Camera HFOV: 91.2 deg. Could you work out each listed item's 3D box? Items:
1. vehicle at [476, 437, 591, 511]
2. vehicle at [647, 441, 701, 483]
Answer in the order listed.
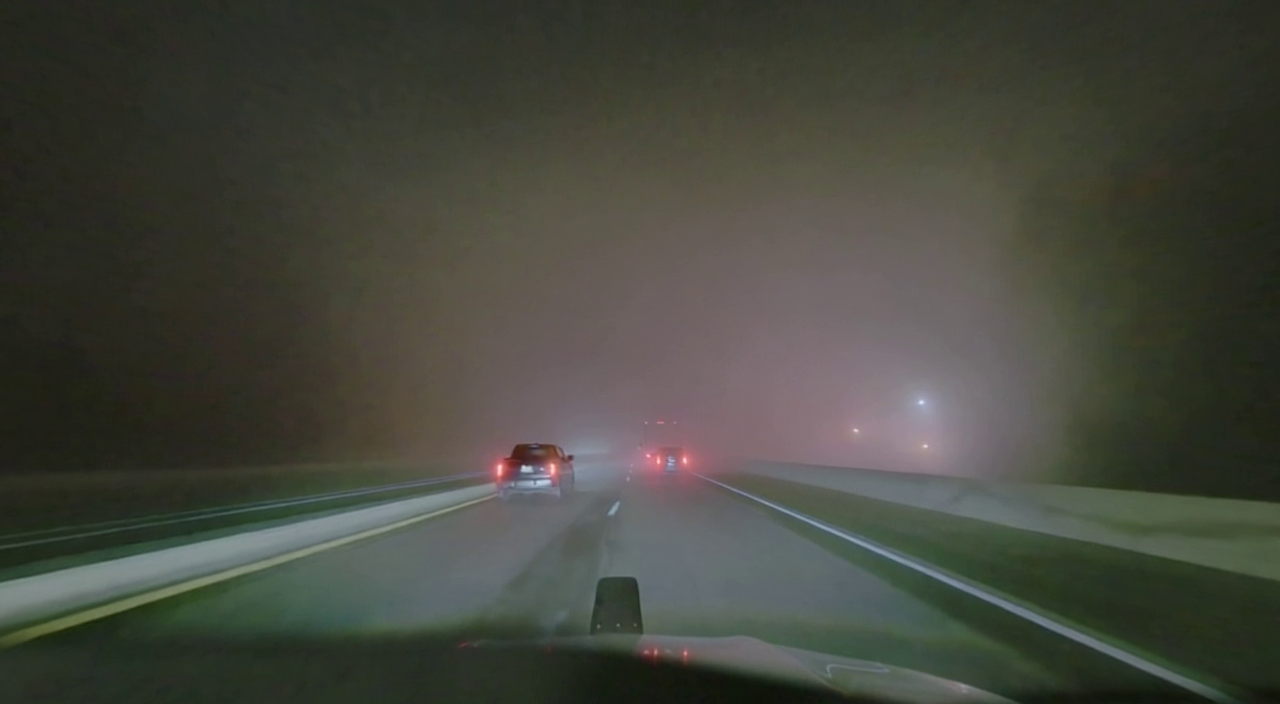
[{"bbox_3d":[-2.589,3.123,16.514,2.181,1.653,4.691,0,-9,0],"label":"vehicle"},{"bbox_3d":[1.453,4.970,28.501,2.230,1.715,4.243,0,-9,0],"label":"vehicle"}]
